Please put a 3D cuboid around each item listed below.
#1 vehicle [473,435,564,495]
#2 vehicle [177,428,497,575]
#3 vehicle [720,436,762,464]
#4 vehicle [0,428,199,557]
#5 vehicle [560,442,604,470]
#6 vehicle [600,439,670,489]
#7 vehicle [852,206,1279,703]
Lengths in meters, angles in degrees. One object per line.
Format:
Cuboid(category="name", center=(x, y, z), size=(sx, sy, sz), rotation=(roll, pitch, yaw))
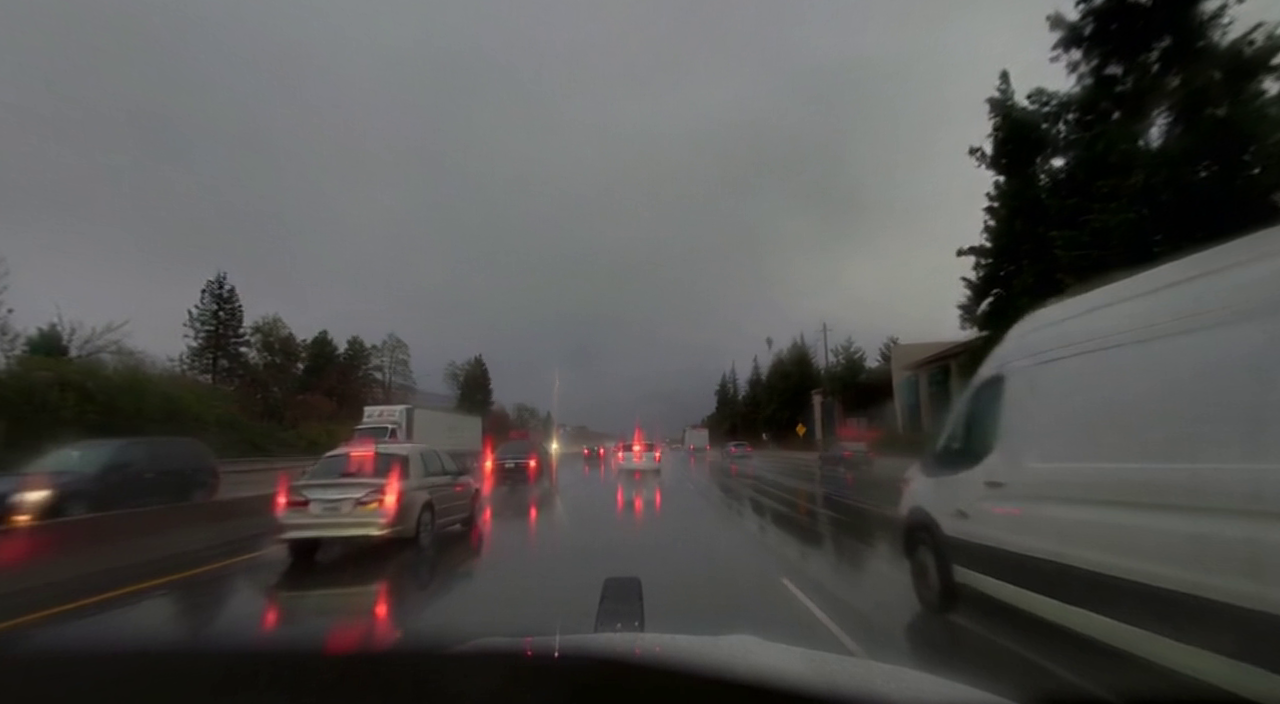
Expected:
Cuboid(category="vehicle", center=(-3.583, 3.417, 19.379), size=(1.956, 1.602, 4.258), rotation=(0, -9, 0))
Cuboid(category="vehicle", center=(-3.587, 1.870, 8.696), size=(2.098, 1.463, 4.578), rotation=(0, -9, 1))
Cuboid(category="vehicle", center=(6.632, 6.493, 41.757), size=(1.992, 1.745, 4.329), rotation=(0, -9, -1))
Cuboid(category="vehicle", center=(-8.796, 1.863, 8.653), size=(2.125, 1.542, 4.595), rotation=(0, -9, 0))
Cuboid(category="vehicle", center=(-3.278, 5.980, 36.278), size=(2.062, 1.459, 4.365), rotation=(0, -9, 1))
Cuboid(category="vehicle", center=(-0.152, 3.604, 20.567), size=(2.053, 1.461, 3.941), rotation=(0, -9, 0))
Cuboid(category="vehicle", center=(3.360, 0.757, 3.336), size=(2.460, 2.086, 5.576), rotation=(0, -9, 0))
